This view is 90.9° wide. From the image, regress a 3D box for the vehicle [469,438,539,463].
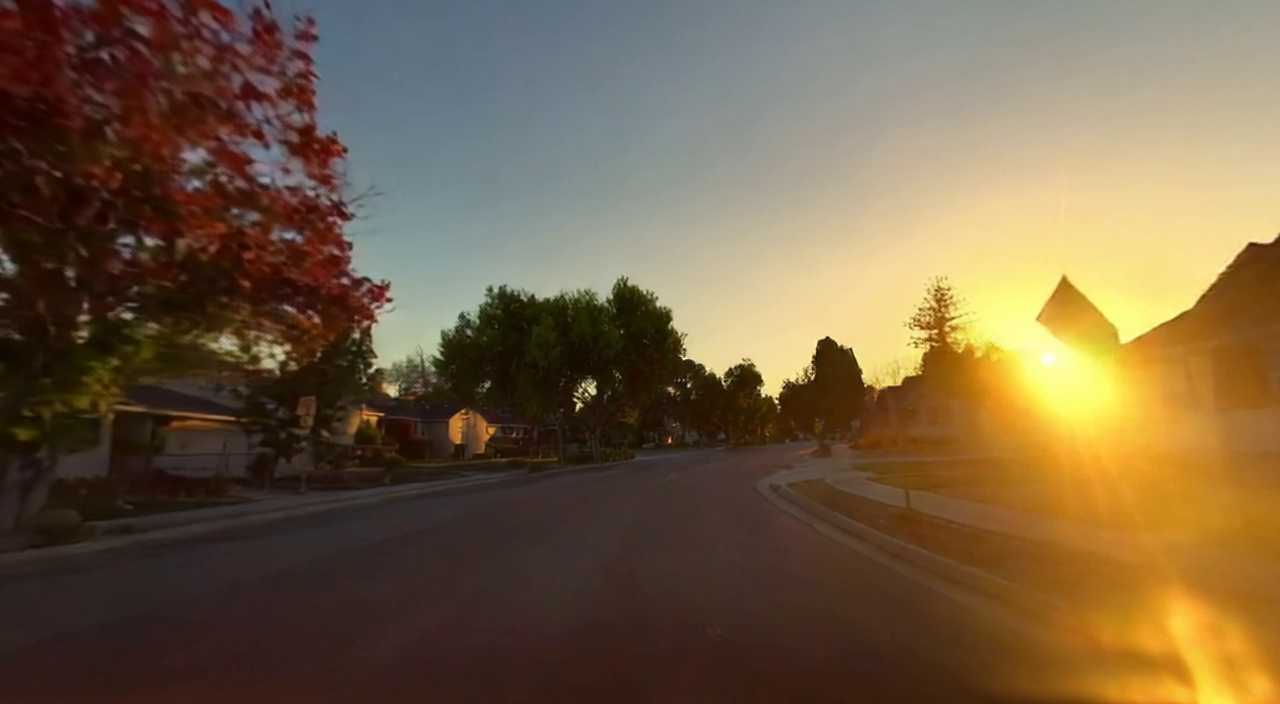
[{"bbox_3d":[-9.232,6.715,42.978,4.485,1.663,2.111,2,-9,-12],"label":"vehicle"}]
